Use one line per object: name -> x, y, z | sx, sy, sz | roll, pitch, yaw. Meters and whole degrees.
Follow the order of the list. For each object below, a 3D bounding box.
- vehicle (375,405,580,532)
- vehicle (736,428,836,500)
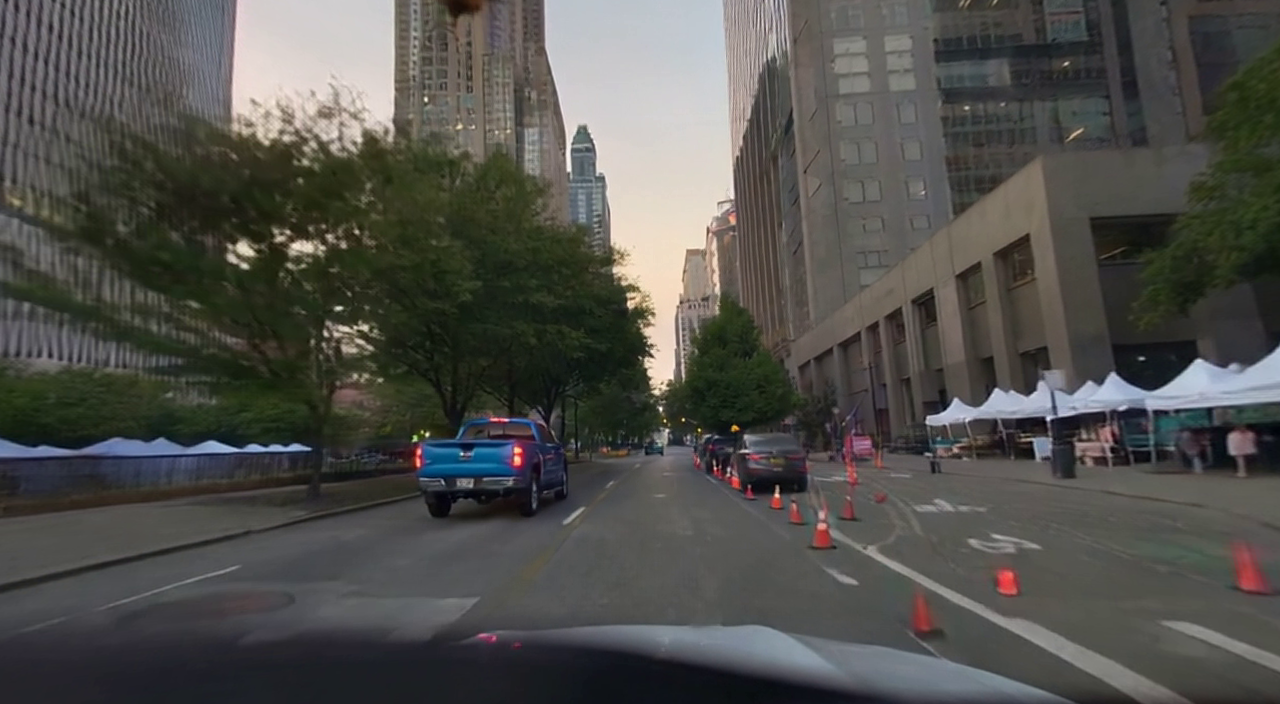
vehicle -> -2.823, 2.243, 12.750 | 2.452, 1.954, 5.653 | -1, -8, 2
vehicle -> 3.643, 2.879, 16.535 | 2.023, 1.607, 4.225 | -1, -8, 6
